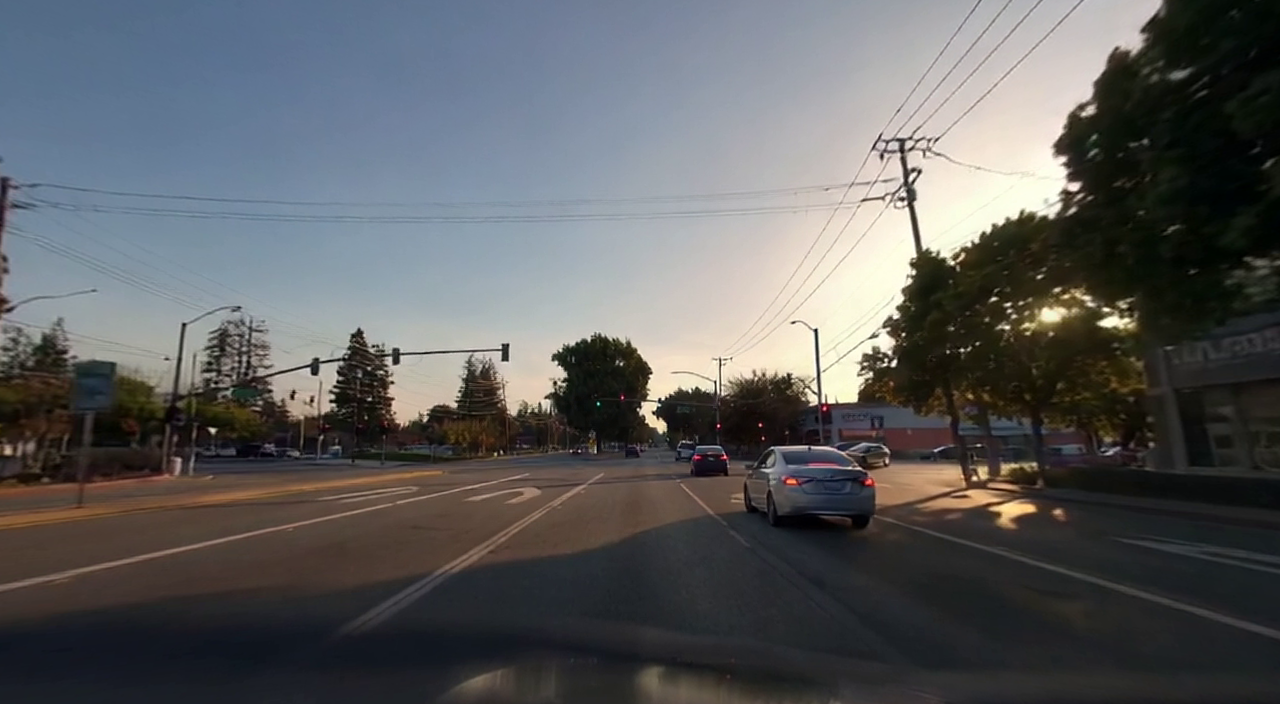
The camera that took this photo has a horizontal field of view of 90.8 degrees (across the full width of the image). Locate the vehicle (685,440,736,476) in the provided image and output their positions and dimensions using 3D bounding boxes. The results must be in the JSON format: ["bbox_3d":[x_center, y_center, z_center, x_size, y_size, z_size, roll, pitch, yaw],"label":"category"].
[{"bbox_3d":[3.489,5.370,32.226,2.128,1.699,4.222,0,-8,0],"label":"vehicle"}]

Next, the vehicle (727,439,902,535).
[{"bbox_3d":[3.004,2.407,11.988,2.004,1.455,4.417,0,-8,-1],"label":"vehicle"}]
